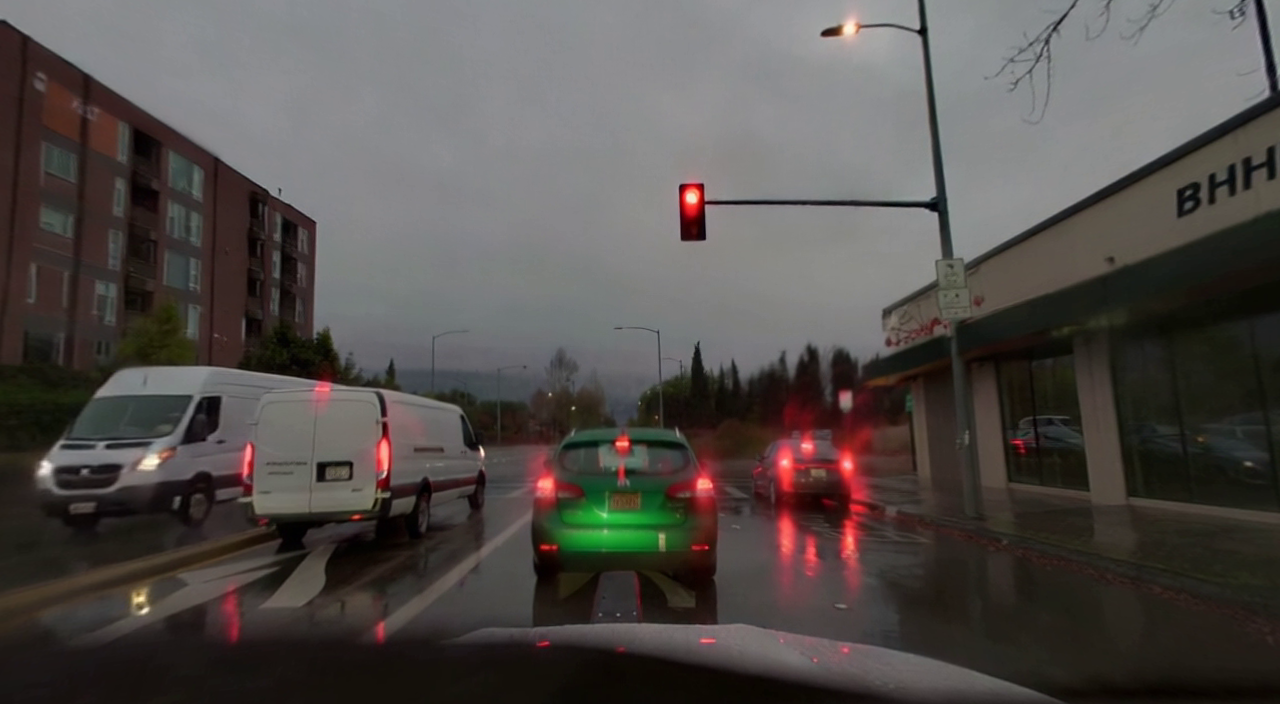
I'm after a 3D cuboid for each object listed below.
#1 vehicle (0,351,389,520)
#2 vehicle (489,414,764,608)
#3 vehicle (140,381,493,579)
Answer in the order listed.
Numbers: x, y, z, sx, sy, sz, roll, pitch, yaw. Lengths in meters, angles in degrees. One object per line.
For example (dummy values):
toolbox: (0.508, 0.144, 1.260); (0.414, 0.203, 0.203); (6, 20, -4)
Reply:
vehicle: (-10.885, 2.184, 18.136); (2.973, 3.009, 12.605); (-3, -6, -4)
vehicle: (-0.114, 1.463, 6.769); (2.064, 1.452, 3.942); (0, -8, 0)
vehicle: (-3.585, 1.515, 8.415); (2.076, 1.820, 5.100); (0, -8, -1)
